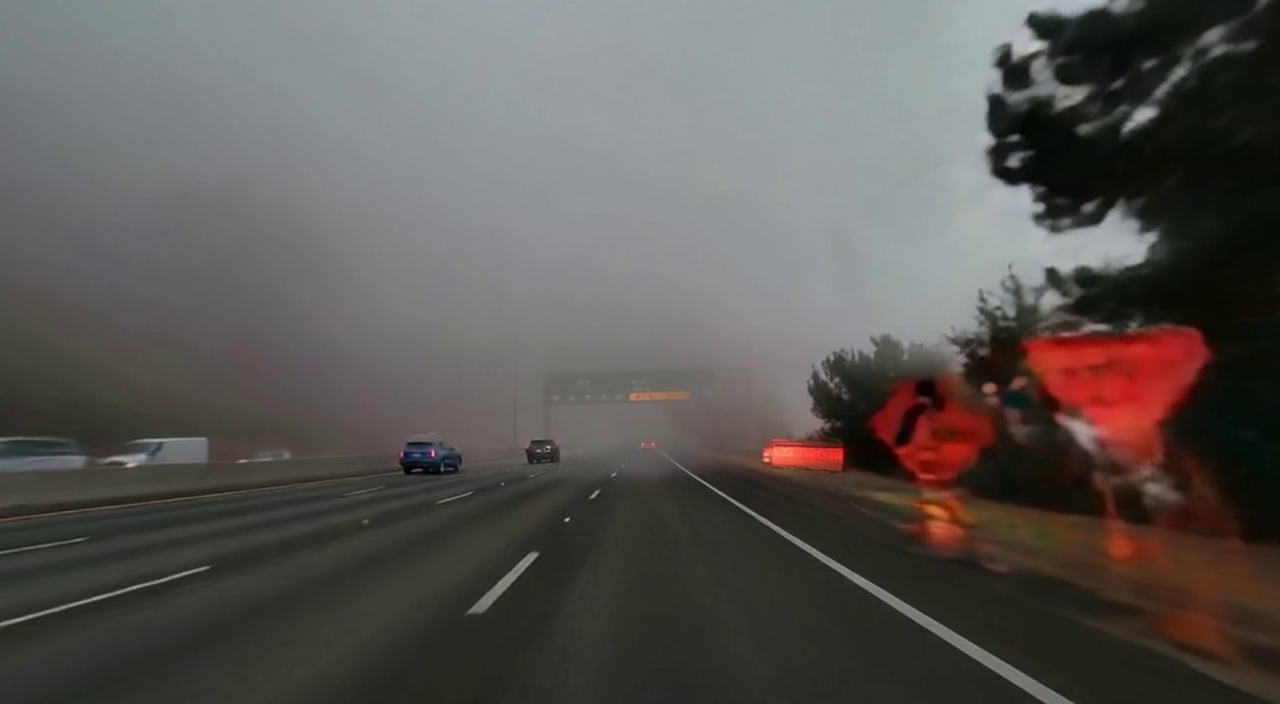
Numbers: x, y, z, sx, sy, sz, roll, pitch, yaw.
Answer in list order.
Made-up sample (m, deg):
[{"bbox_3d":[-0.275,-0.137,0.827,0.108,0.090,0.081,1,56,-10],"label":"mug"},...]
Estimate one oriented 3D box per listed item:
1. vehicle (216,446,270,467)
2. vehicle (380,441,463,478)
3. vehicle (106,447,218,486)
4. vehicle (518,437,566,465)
[{"bbox_3d":[-30.207,7.934,47.990,1.674,1.475,3.691,0,-9,0],"label":"vehicle"},{"bbox_3d":[-9.795,4.862,28.692,2.122,1.511,4.576,0,-9,0],"label":"vehicle"},{"bbox_3d":[-19.164,4.564,25.453,1.601,1.423,3.606,0,-9,2],"label":"vehicle"},{"bbox_3d":[-6.488,6.619,42.085,2.402,1.733,4.512,0,-9,1],"label":"vehicle"}]
